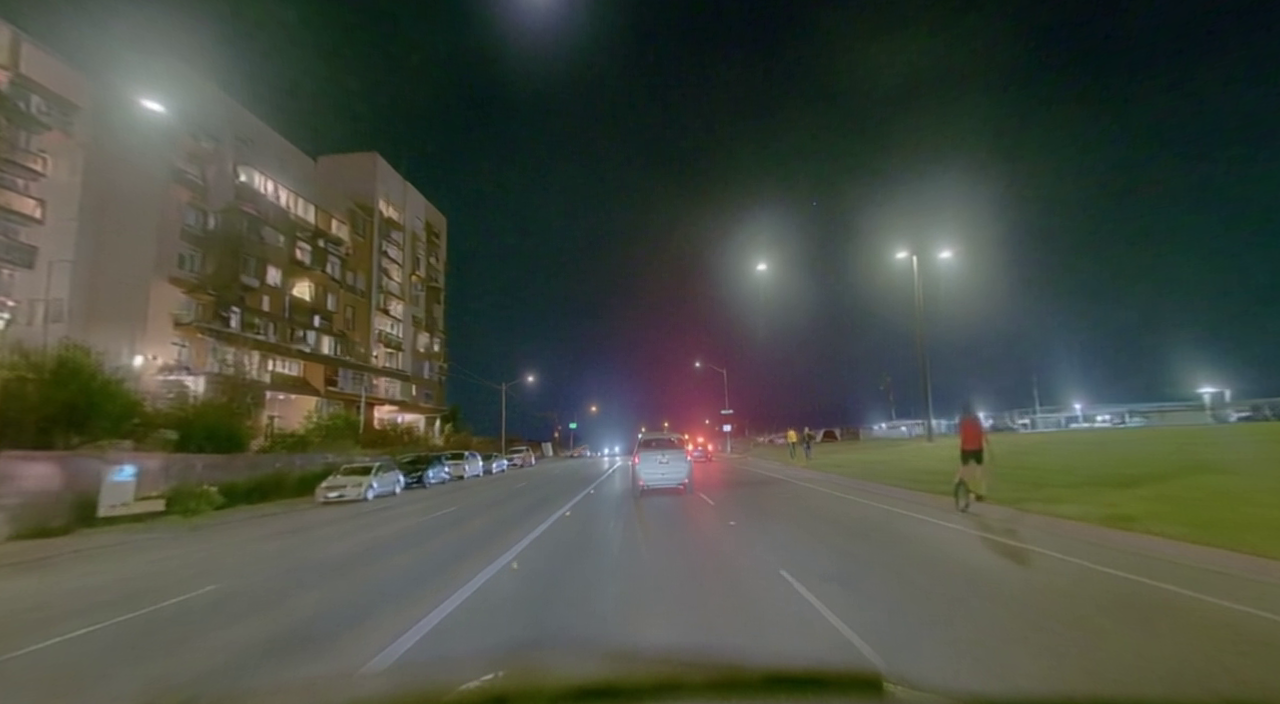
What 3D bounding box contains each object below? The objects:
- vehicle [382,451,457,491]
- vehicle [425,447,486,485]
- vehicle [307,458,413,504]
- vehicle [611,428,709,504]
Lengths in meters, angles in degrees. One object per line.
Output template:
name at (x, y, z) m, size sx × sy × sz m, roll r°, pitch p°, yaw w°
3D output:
vehicle at (-10.216, 5.516, 29.536) m, size 1.869 × 1.647 × 4.281 m, roll -1°, pitch -9°, yaw 1°
vehicle at (-10.050, 6.199, 34.741) m, size 1.940 × 1.816 × 4.721 m, roll -1°, pitch -7°, yaw 1°
vehicle at (-10.448, 4.821, 23.947) m, size 1.839 × 1.474 × 4.694 m, roll -1°, pitch -9°, yaw 1°
vehicle at (0.422, 2.788, 15.789) m, size 2.132 × 1.632 × 3.838 m, roll 0°, pitch -9°, yaw 0°
